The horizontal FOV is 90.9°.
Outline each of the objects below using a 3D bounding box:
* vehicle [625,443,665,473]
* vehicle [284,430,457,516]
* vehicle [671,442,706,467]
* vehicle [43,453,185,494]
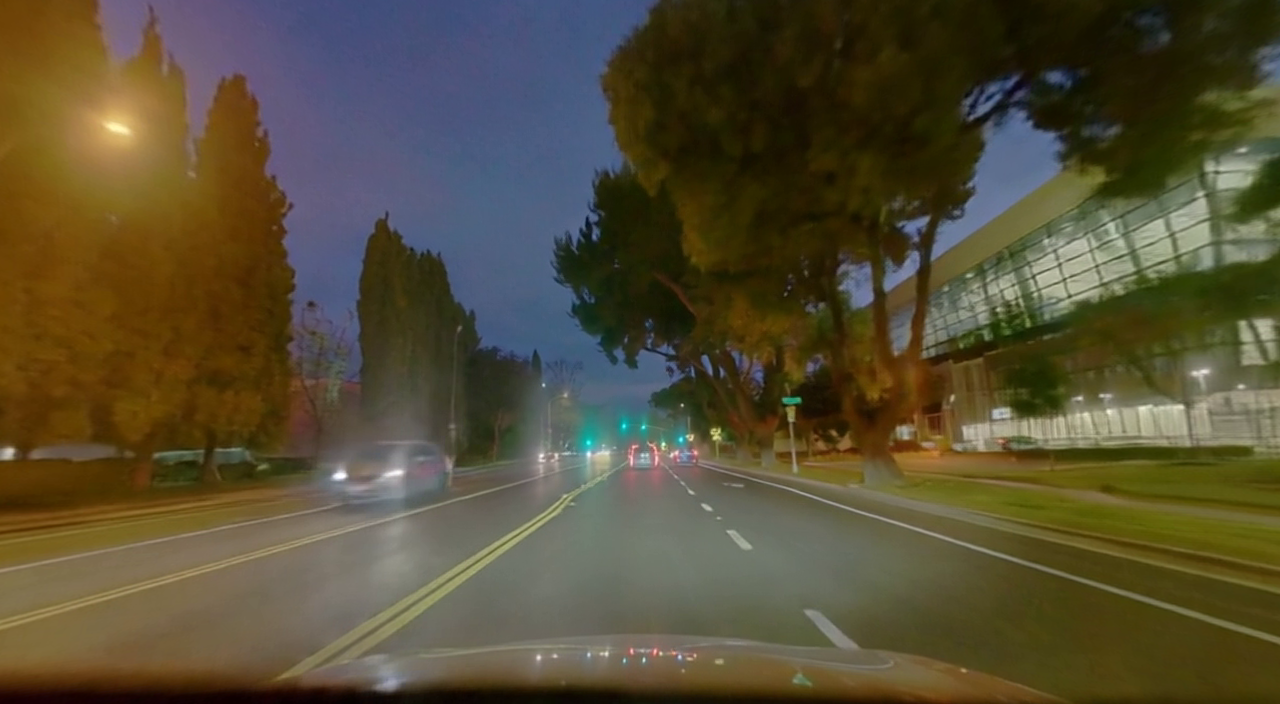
[{"bbox_3d":[0.293,5.939,35.500,2.109,1.612,3.963,0,-9,1],"label":"vehicle"},{"bbox_3d":[-6.473,2.956,15.884,2.247,1.825,4.618,0,-9,1],"label":"vehicle"},{"bbox_3d":[3.560,7.653,47.142,2.189,1.766,4.495,0,-9,0],"label":"vehicle"},{"bbox_3d":[-22.454,5.174,27.032,4.330,1.656,2.001,0,-9,3],"label":"vehicle"}]
